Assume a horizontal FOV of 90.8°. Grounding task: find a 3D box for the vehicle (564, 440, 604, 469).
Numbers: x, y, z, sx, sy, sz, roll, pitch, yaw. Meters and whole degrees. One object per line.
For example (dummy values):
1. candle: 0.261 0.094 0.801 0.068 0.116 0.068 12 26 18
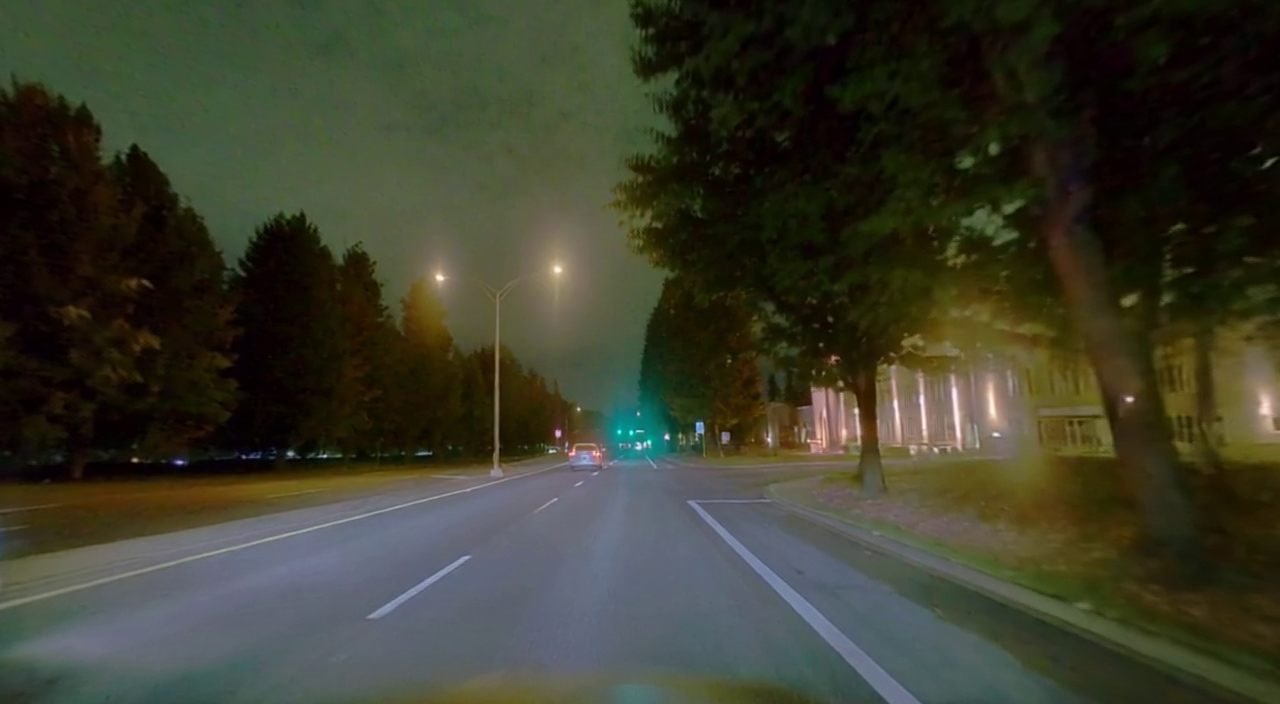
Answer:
1. vehicle: -3.612 6.709 41.404 2.179 1.771 4.267 0 -9 0
